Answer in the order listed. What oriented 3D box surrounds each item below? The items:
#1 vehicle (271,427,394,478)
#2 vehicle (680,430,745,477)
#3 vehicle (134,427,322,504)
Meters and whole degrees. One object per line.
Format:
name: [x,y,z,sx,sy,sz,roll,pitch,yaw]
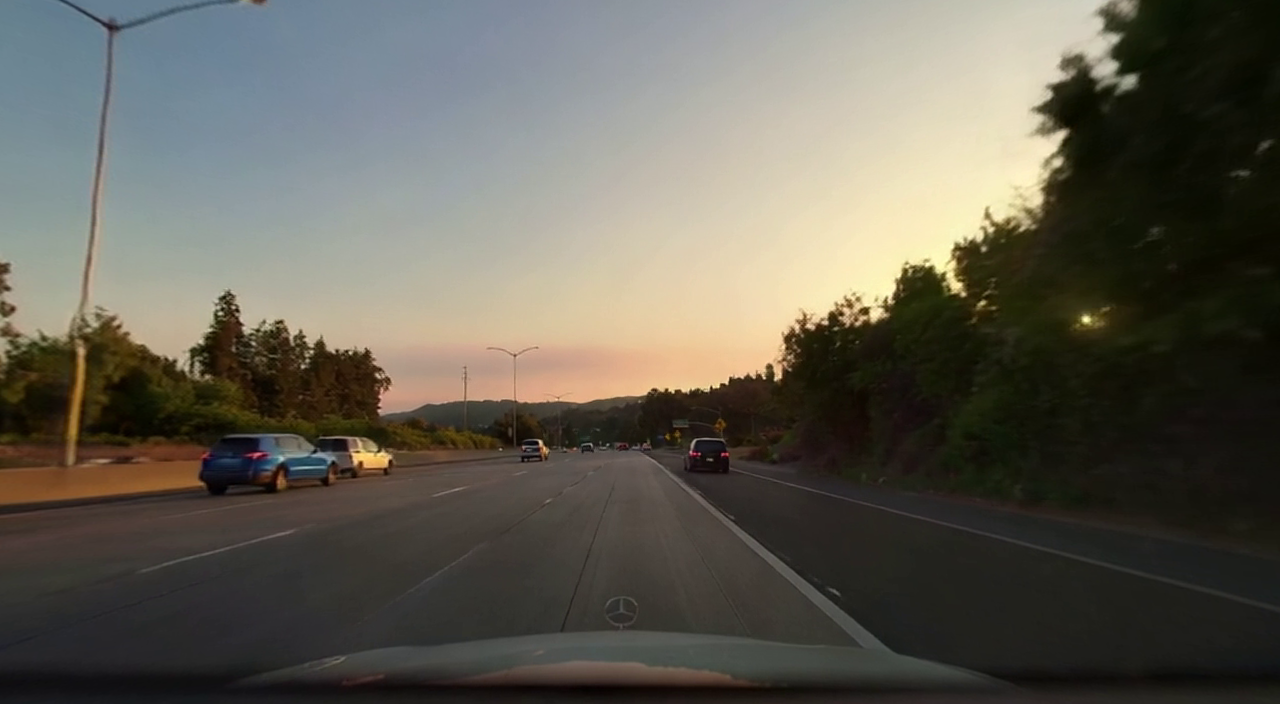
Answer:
vehicle: [-14.916,4.941,31.219,2.736,2.262,6.533,0,-8,0]
vehicle: [3.085,4.445,27.810,2.184,1.892,4.763,0,-8,-2]
vehicle: [-11.291,3.130,17.814,2.137,1.873,4.687,0,-8,0]
